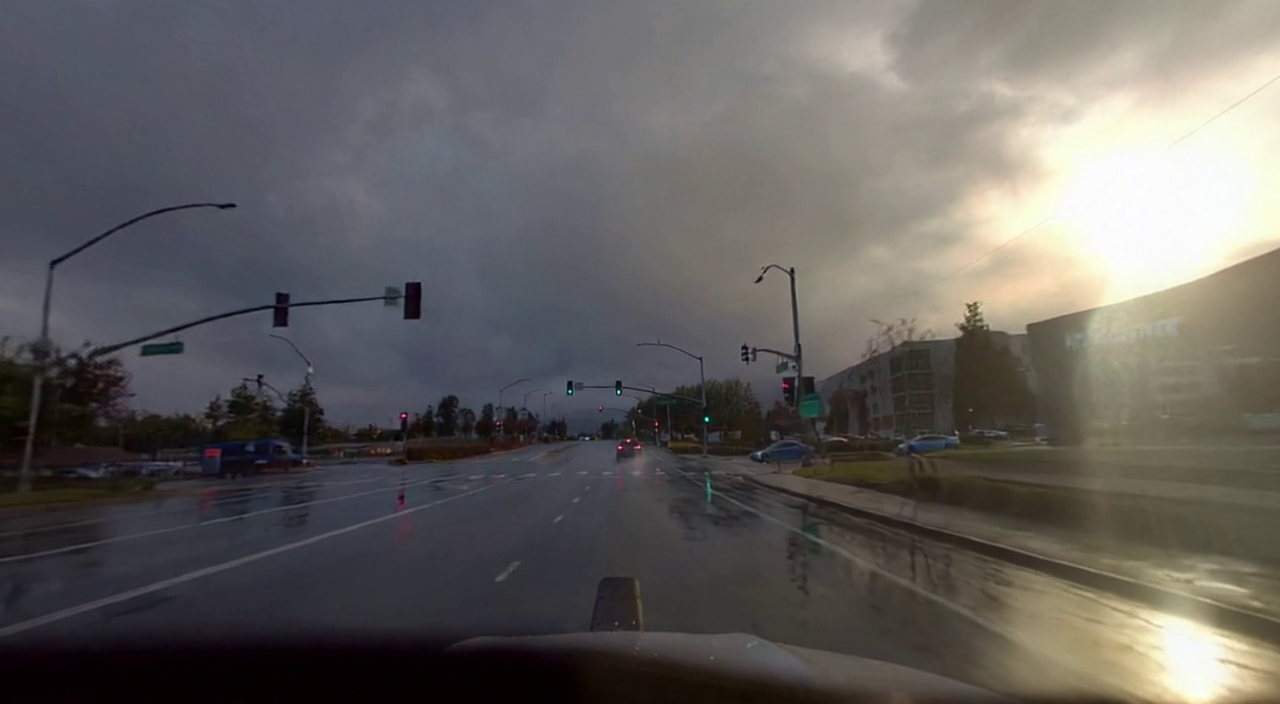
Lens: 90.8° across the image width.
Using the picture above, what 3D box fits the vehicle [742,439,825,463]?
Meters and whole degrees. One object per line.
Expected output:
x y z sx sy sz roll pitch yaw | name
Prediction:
9.195 6.374 40.734 4.794 1.511 1.992 0 -9 -3 | vehicle

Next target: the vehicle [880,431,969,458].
18.284 5.967 40.812 4.710 1.588 2.053 -1 -9 -2 | vehicle

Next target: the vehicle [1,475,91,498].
-43.884 9.943 46.707 4.623 1.475 1.883 -1 -11 -1 | vehicle

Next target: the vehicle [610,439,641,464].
-1.038 7.009 44.581 2.024 1.628 4.774 0 -9 -2 | vehicle
